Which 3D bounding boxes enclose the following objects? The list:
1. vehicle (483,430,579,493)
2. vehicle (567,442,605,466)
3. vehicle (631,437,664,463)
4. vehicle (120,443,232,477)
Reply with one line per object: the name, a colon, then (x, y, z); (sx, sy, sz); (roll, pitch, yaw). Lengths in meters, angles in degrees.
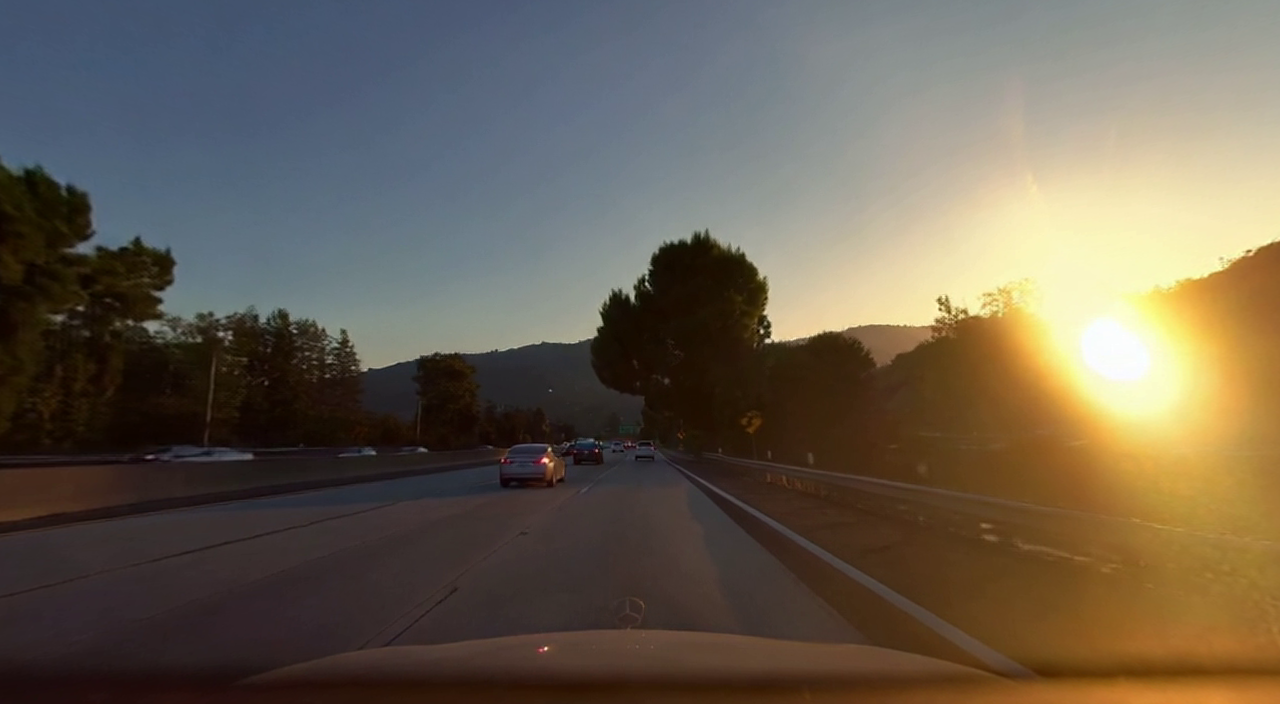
vehicle: (-3.152, 3.261, 19.096); (2.056, 1.679, 4.204); (0, -8, 1)
vehicle: (-3.458, 6.603, 40.783); (2.055, 1.431, 3.921); (0, -8, 2)
vehicle: (0.535, 7.240, 46.360); (2.285, 1.797, 4.478); (0, -8, 0)
vehicle: (-27.995, 6.501, 38.214); (2.338, 1.906, 5.757); (0, -8, 2)
